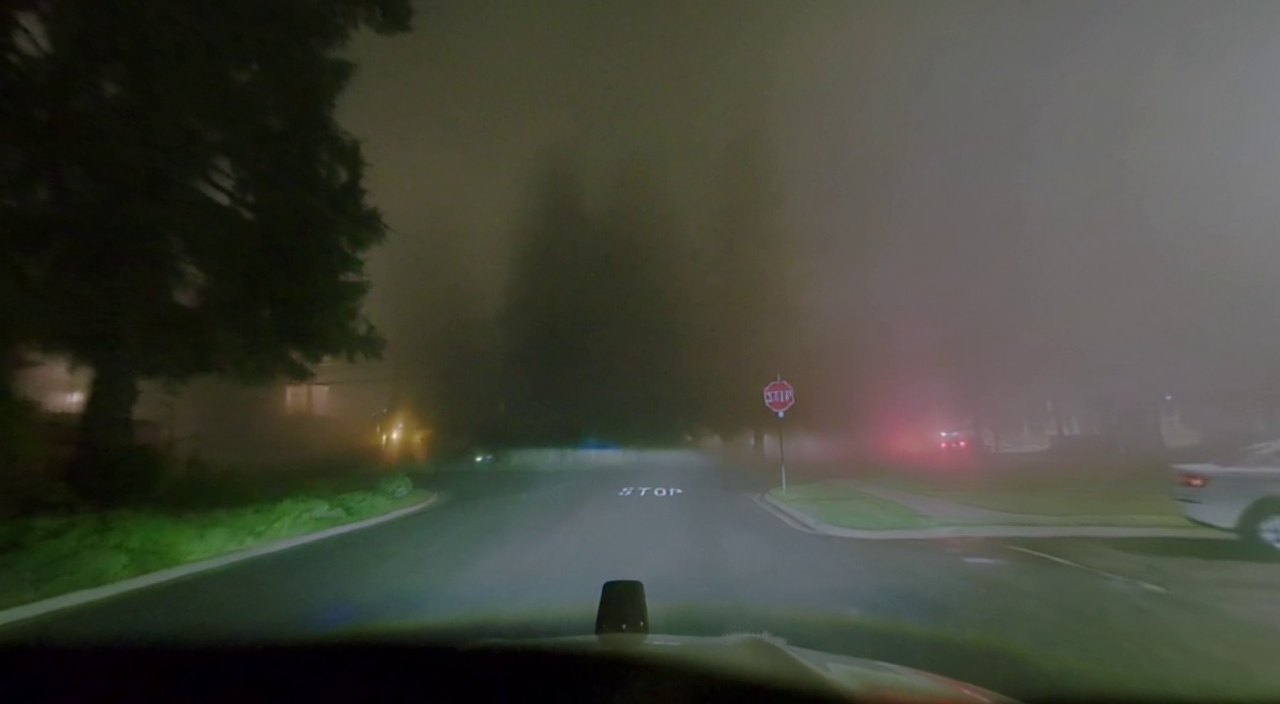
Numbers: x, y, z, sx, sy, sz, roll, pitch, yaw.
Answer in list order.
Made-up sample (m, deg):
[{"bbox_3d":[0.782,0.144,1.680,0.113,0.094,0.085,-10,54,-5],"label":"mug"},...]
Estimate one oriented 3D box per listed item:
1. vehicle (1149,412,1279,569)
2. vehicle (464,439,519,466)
[{"bbox_3d":[8.141,1.346,6.199,4.477,1.506,1.834,-5,-9,27],"label":"vehicle"},{"bbox_3d":[-9.911,6.718,42.367,1.883,1.732,4.038,-3,-9,16],"label":"vehicle"}]
